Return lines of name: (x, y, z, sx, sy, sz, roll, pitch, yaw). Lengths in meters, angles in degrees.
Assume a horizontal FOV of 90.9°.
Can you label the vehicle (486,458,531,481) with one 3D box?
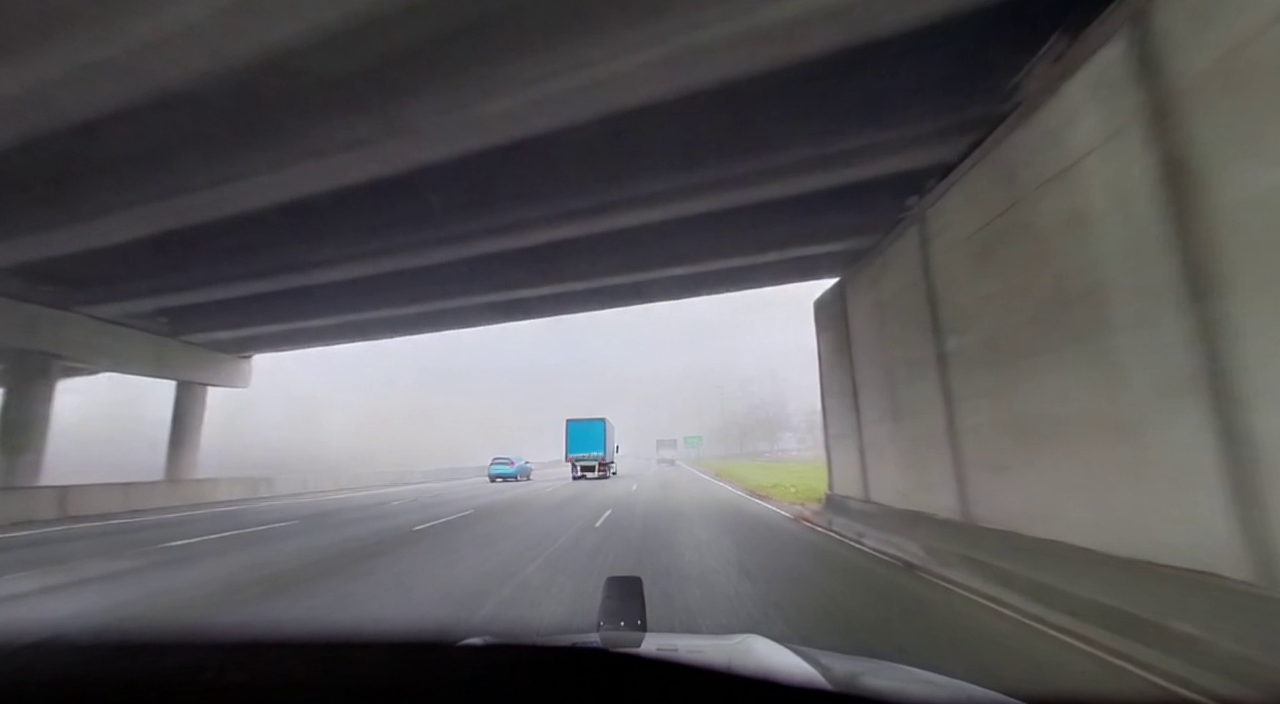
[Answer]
vehicle: (-8.884, 7.985, 43.036, 1.940, 1.381, 4.348, -1, -9, 3)
